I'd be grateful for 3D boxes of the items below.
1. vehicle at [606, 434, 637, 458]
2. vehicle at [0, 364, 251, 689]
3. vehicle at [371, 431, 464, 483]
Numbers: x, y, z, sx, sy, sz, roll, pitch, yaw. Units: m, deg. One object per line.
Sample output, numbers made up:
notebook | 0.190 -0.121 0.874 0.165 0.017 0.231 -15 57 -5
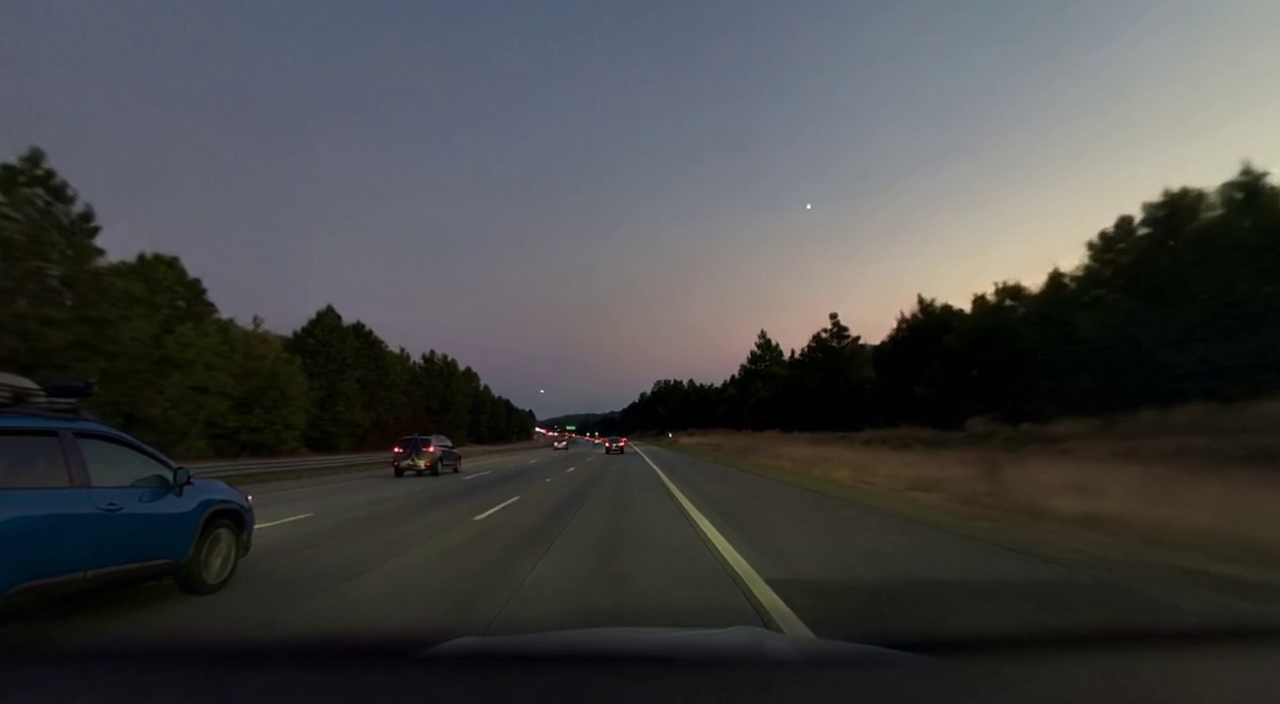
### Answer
vehicle | -1.302 6.846 46.173 2.178 1.658 3.916 0 -8 -1
vehicle | -4.513 0.937 3.285 2.069 1.748 4.652 0 -8 -1
vehicle | -8.209 3.878 23.685 1.964 1.745 4.338 0 -8 -1
